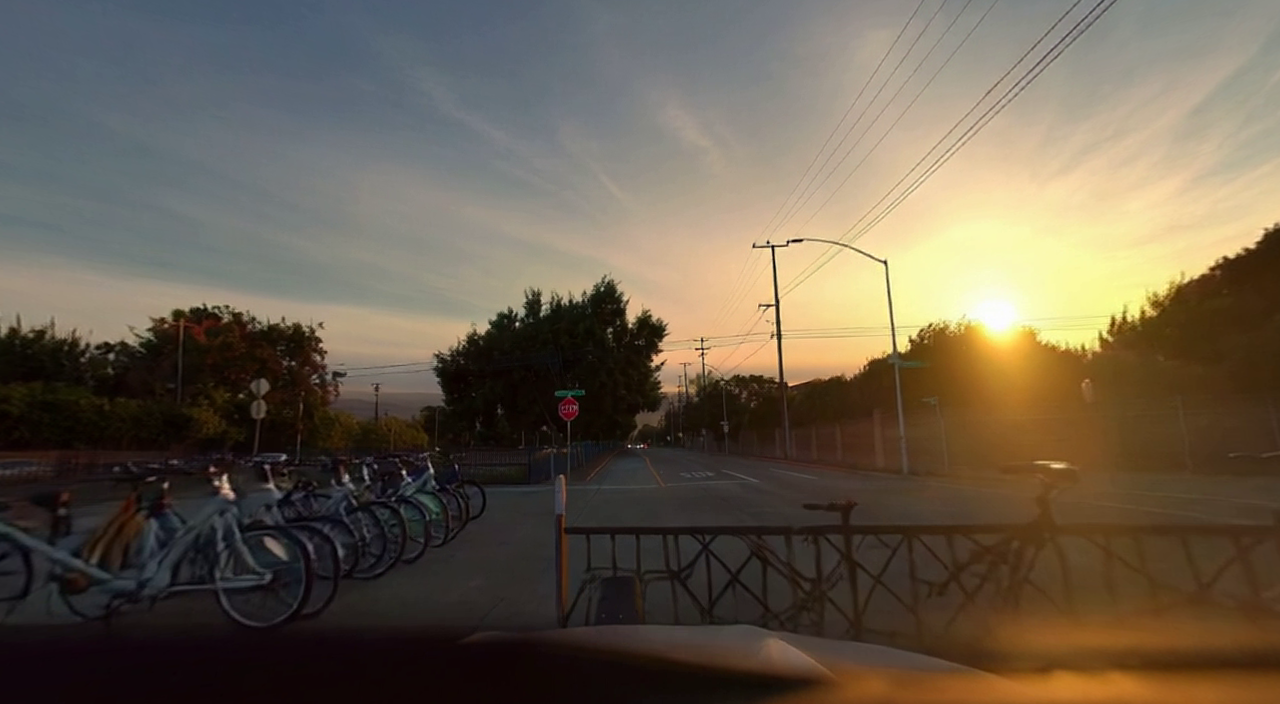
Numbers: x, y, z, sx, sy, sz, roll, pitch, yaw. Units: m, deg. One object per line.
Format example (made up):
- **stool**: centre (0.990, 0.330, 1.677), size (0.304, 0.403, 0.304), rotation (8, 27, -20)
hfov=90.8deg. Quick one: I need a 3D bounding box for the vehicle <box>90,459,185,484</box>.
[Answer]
- **vehicle**: centre (-33.592, 7.995, 42.373), size (4.569, 1.558, 1.903), rotation (1, -9, -5)
